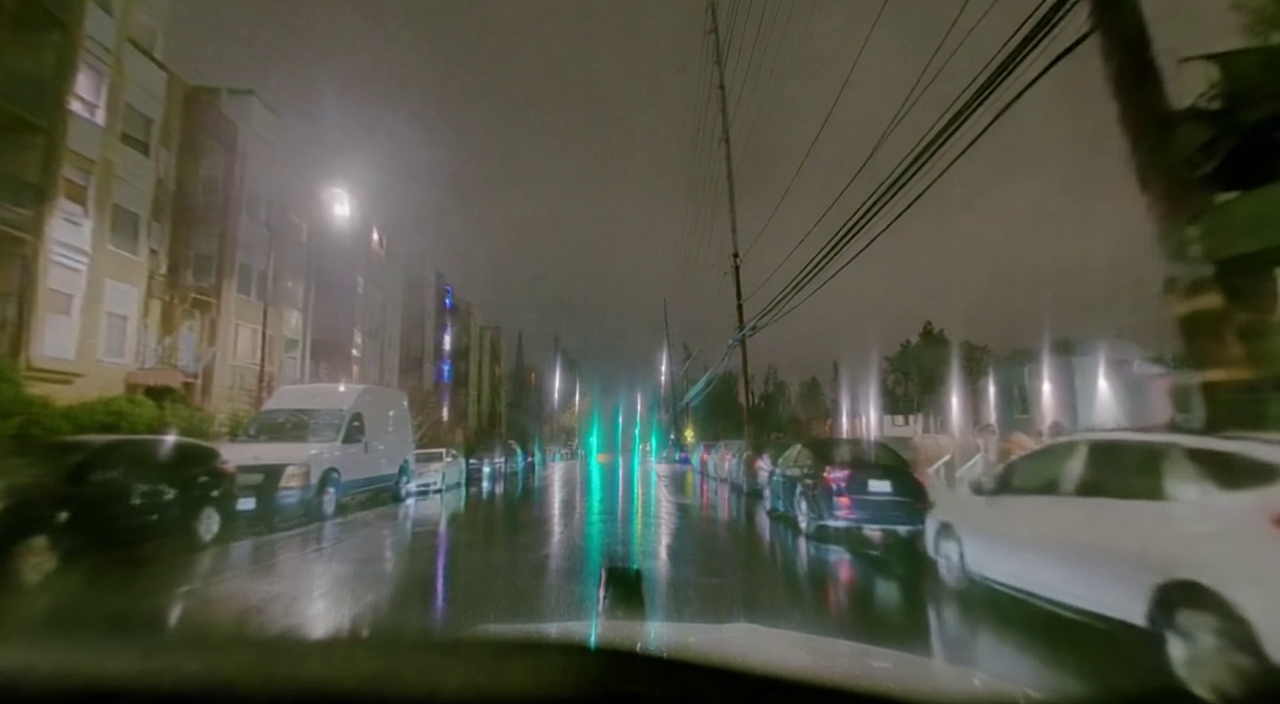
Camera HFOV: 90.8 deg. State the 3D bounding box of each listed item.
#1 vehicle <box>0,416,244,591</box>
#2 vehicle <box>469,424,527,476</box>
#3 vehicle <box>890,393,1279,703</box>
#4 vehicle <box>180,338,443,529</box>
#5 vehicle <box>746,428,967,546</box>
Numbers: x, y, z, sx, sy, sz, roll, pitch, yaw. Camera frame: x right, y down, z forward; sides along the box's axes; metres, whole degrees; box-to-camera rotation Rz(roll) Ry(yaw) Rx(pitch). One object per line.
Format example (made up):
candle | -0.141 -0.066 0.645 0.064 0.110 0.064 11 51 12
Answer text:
vehicle | -7.695 1.909 8.434 1.955 1.804 4.523 -3 -9 -1
vehicle | -7.194 5.001 32.373 1.889 2.463 4.142 0 -9 1
vehicle | 3.688 1.194 4.275 2.028 1.555 4.595 0 -9 -1
vehicle | -7.515 2.064 15.839 2.901 3.610 6.707 -3 -8 1
vehicle | 3.346 2.195 11.038 2.057 1.554 4.905 0 -9 -1
